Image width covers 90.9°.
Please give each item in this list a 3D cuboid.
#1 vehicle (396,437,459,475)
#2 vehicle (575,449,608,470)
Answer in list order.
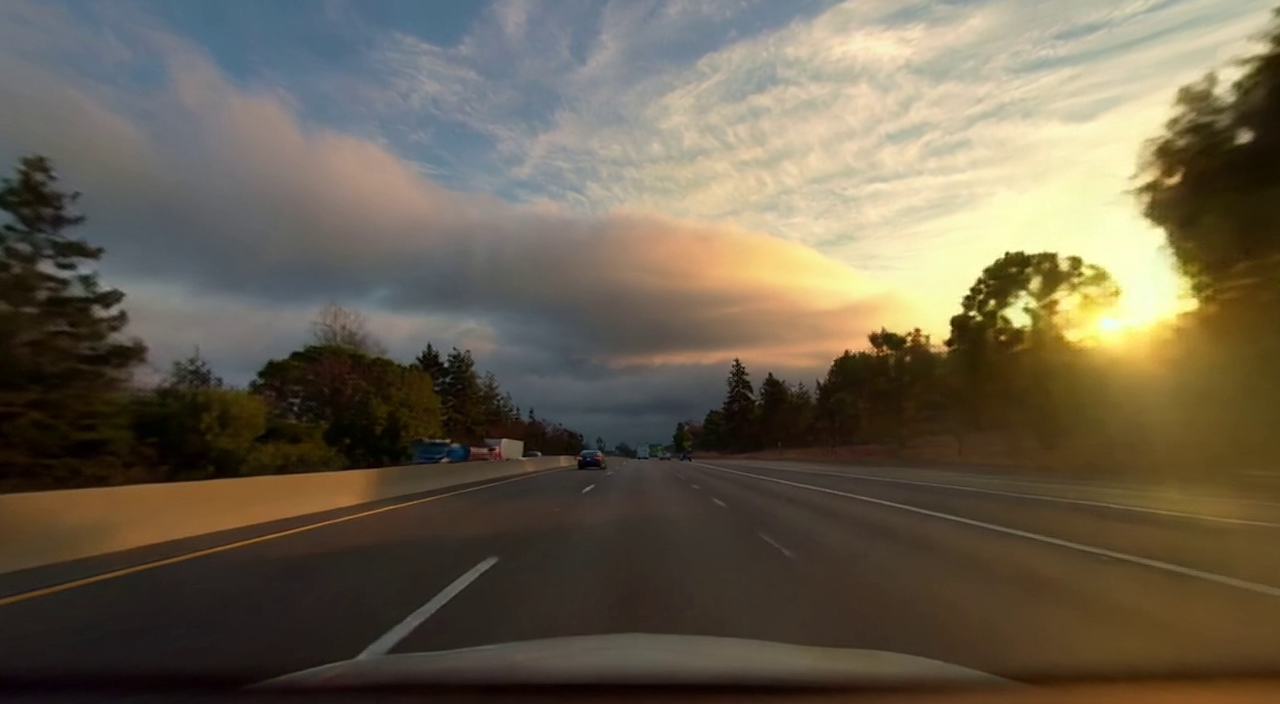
[{"bbox_3d":[-15.892,7.843,47.557,2.400,2.633,6.390,0,-9,1],"label":"vehicle"},{"bbox_3d":[-3.710,8.318,48.923,2.128,1.521,5.409,0,-9,0],"label":"vehicle"}]
